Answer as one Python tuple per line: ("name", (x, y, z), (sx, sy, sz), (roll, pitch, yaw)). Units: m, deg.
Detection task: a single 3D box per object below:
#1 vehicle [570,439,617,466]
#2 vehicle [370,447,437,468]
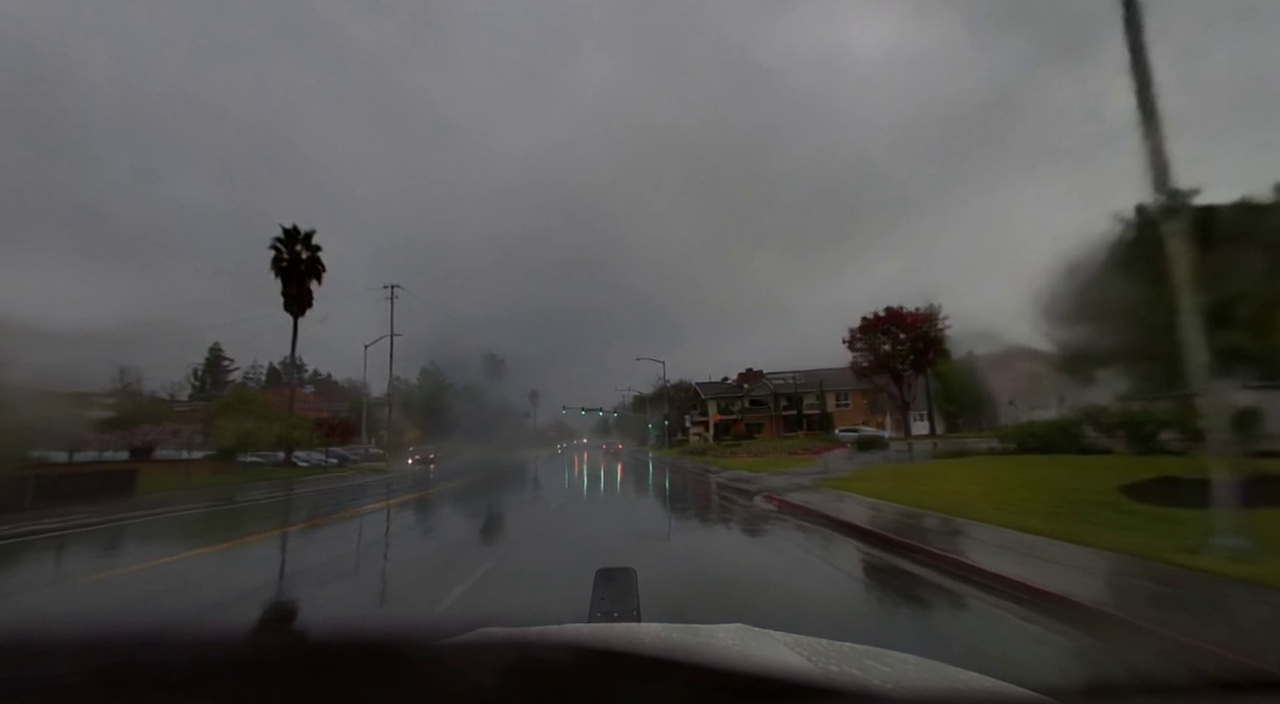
("vehicle", (-2.751, 6.097, 38.370), (2.060, 1.526, 3.859), (-1, -9, 7))
("vehicle", (-18.154, 8.067, 48.451), (4.784, 1.487, 1.903), (-4, -9, 23))
